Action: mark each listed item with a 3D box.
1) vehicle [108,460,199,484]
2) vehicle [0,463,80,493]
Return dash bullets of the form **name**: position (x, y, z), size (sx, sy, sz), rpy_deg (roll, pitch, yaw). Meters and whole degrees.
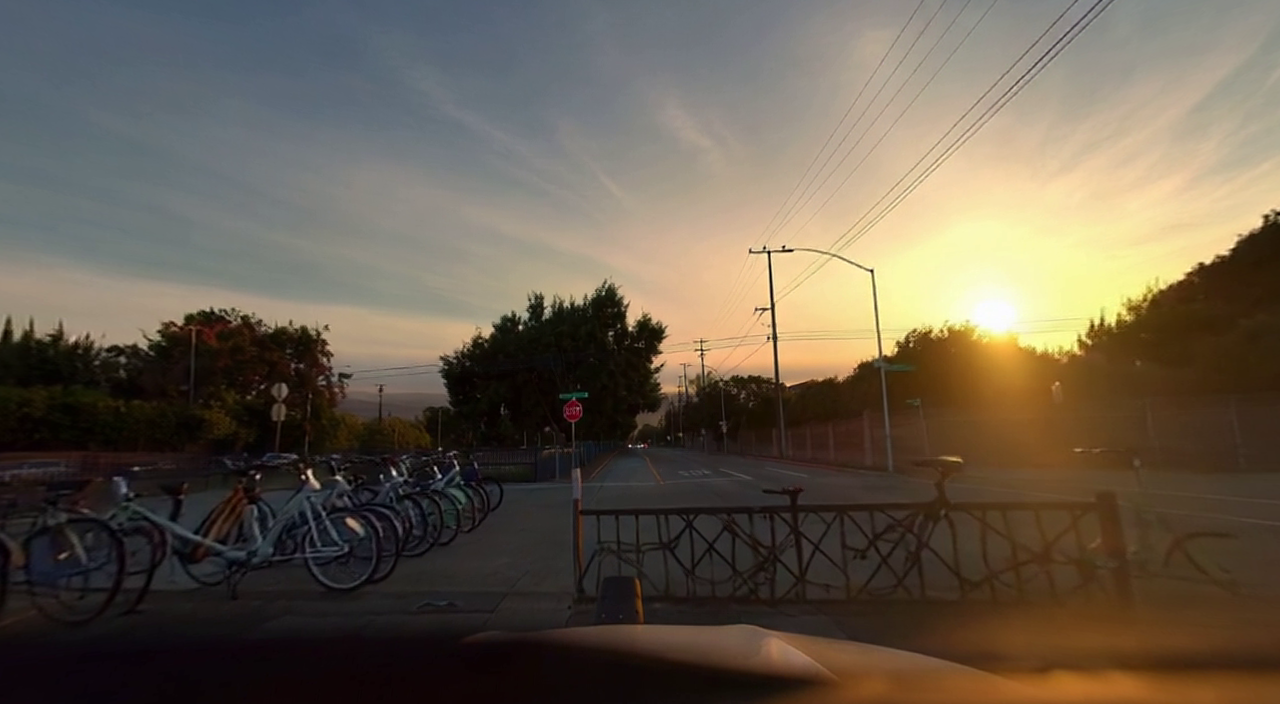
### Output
- **vehicle**: position (-33.663, 8.295, 43.826), size (4.569, 1.558, 1.903), rpy_deg (0, -9, -5)
- **vehicle**: position (-34.121, 6.993, 35.037), size (4.210, 1.528, 1.932), rpy_deg (0, -8, 0)
